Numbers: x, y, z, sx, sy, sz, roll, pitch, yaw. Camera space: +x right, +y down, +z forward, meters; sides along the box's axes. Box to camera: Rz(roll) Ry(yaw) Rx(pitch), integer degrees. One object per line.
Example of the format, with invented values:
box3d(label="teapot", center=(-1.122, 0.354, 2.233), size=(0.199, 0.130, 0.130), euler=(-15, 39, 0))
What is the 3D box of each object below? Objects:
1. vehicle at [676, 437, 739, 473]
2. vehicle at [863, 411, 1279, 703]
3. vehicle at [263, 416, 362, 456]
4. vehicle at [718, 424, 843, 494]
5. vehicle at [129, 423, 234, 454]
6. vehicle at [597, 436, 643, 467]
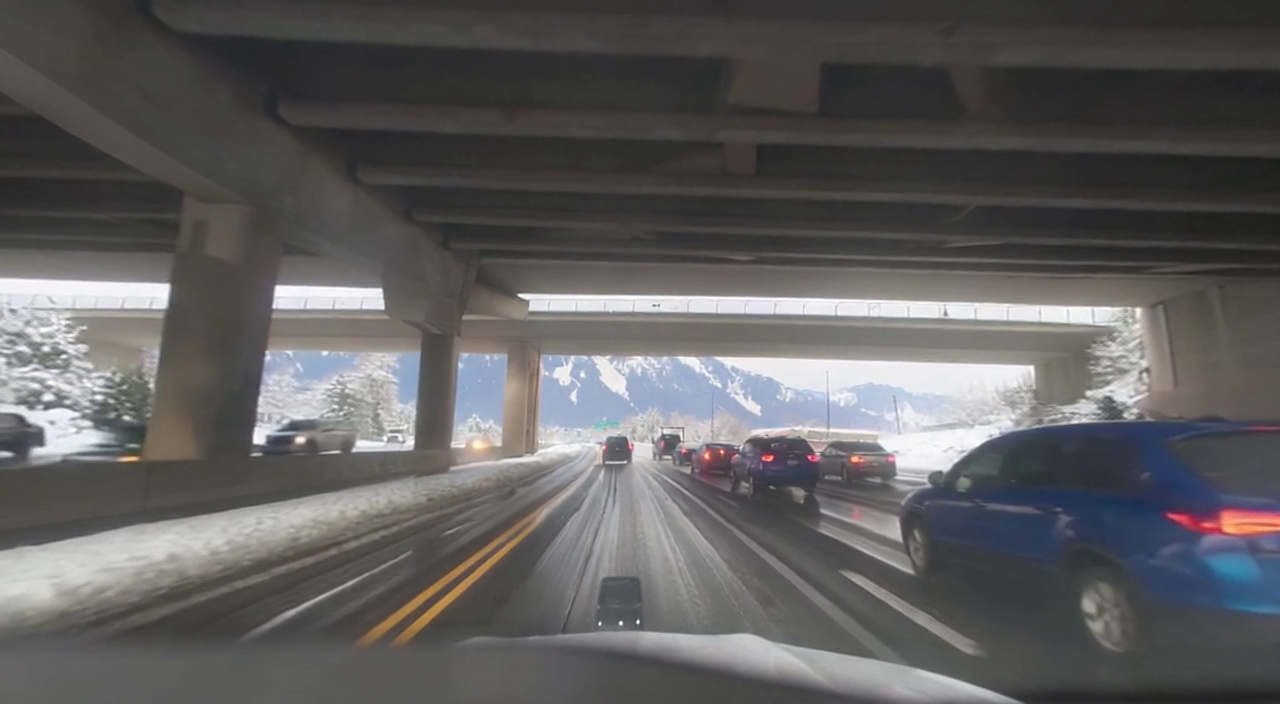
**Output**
box3d(label="vehicle", center=(2.925, 4.595, 28.439), size=(2.074, 1.455, 4.646), euler=(0, -8, -3))
box3d(label="vehicle", center=(3.735, 1.347, 5.371), size=(1.944, 1.466, 4.540), euler=(0, -8, -1))
box3d(label="vehicle", center=(-16.262, 4.240, 31.813), size=(2.120, 1.831, 5.735), euler=(0, -8, -3))
box3d(label="vehicle", center=(3.881, 3.066, 18.564), size=(2.276, 1.739, 5.040), euler=(0, -8, -3))
box3d(label="vehicle", center=(-23.451, 4.468, 32.579), size=(1.979, 1.481, 4.811), euler=(0, -8, -2))
box3d(label="vehicle", center=(-1.061, 5.241, 33.533), size=(2.266, 1.549, 3.978), euler=(0, -8, -2))
